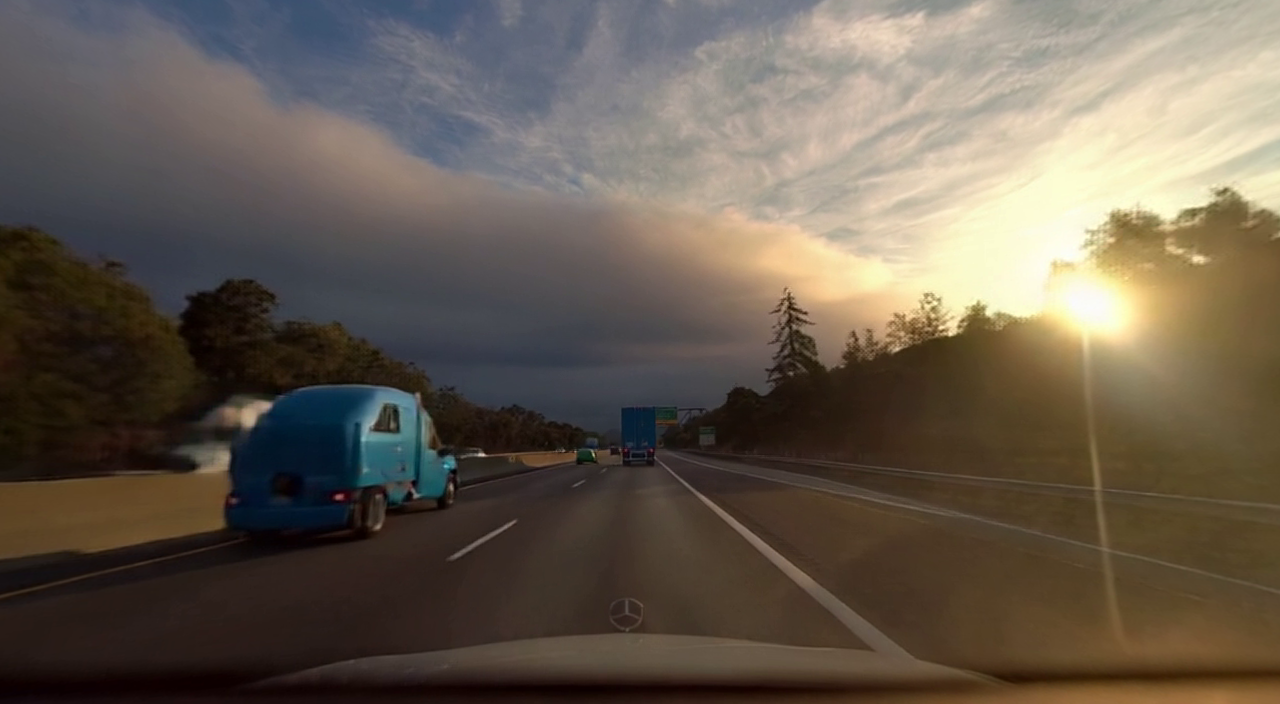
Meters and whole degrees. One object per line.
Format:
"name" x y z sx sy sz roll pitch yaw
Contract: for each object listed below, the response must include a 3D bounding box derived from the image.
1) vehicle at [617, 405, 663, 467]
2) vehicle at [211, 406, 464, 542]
"vehicle" 0.096 6.135 45.605 2.899 3.966 10.053 0 -9 1
"vehicle" -4.724 1.991 10.844 2.042 1.815 4.639 0 -9 0
